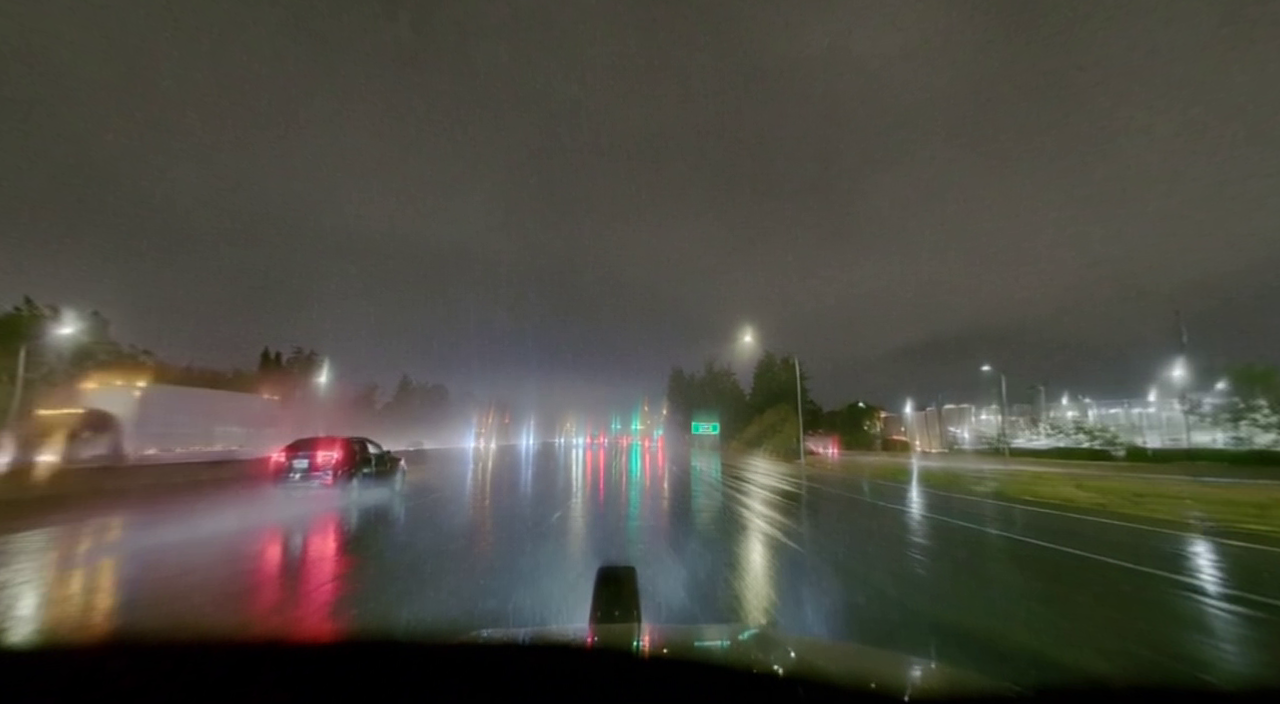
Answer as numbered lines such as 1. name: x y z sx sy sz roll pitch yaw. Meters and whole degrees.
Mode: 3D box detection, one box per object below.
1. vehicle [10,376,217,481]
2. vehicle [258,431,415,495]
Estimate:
1. vehicle: -22.381 3.402 27.558 3.014 3.972 6.801 0 -8 -1
2. vehicle: -8.050 2.991 17.337 2.060 1.507 4.494 0 -8 0
